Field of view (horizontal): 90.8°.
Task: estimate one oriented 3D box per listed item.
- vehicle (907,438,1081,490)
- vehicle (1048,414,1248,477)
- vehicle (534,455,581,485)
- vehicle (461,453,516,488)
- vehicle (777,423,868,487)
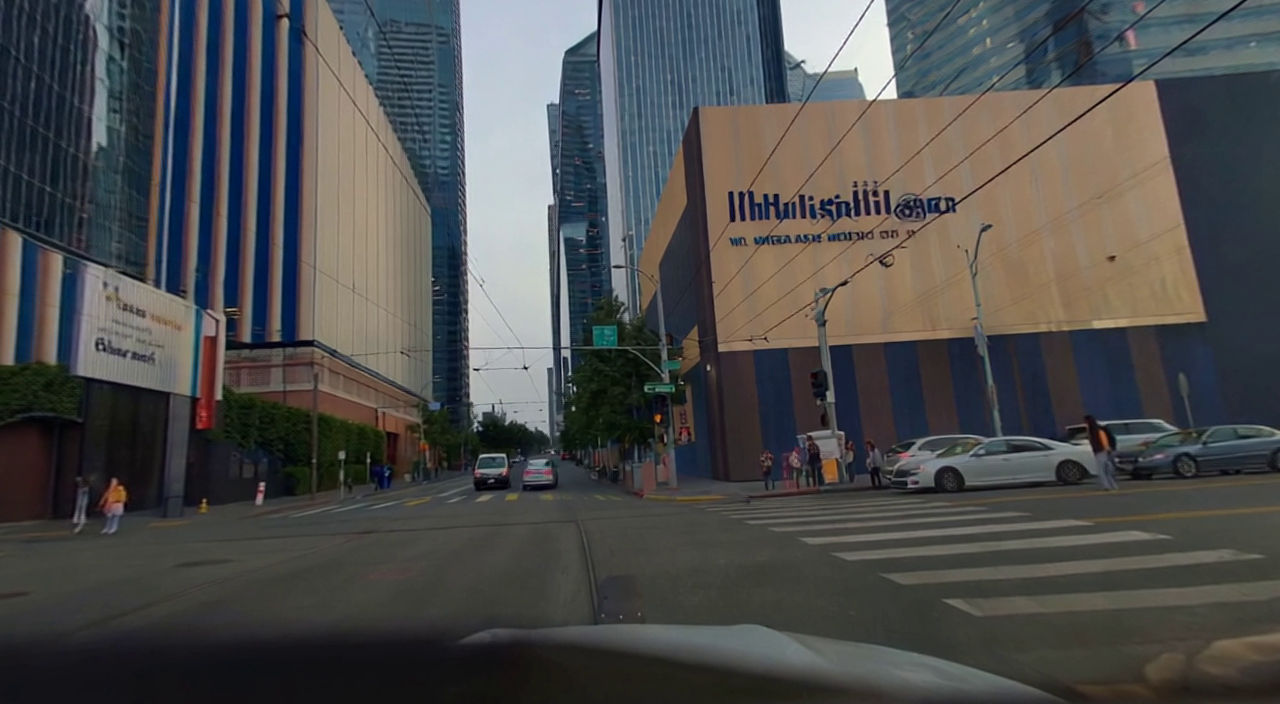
[{"bbox_3d":[11.318,3.587,20.365,4.697,1.510,1.596,0,-9,-5],"label":"vehicle"},{"bbox_3d":[16.681,3.103,20.915,4.944,1.946,1.952,1,-9,-3],"label":"vehicle"},{"bbox_3d":[-4.574,6.577,35.523,1.797,1.490,4.549,0,-9,3],"label":"vehicle"},{"bbox_3d":[-8.552,6.691,36.015,2.121,1.792,4.510,0,-9,-2],"label":"vehicle"},{"bbox_3d":[7.477,4.208,26.436,2.316,2.425,4.466,1,-7,-2],"label":"vehicle"}]
